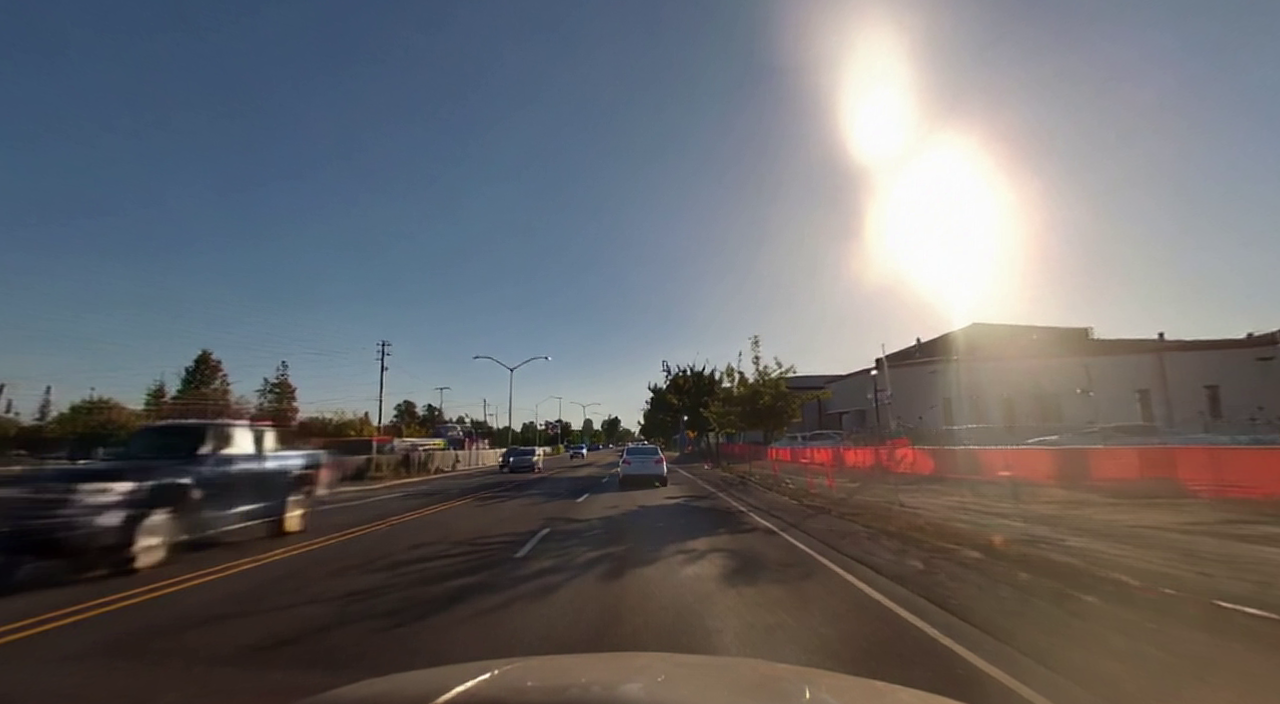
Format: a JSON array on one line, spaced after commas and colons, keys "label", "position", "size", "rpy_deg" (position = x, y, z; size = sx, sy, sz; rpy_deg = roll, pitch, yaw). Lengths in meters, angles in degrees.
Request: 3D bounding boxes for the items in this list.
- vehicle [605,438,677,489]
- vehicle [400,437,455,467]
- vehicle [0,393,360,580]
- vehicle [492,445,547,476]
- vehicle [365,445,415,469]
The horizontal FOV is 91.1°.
[{"label": "vehicle", "position": [0.028, 3.633, 20.790], "size": [2.144, 1.514, 4.063], "rpy_deg": [0, -9, 0]}, {"label": "vehicle", "position": [-16.323, 7.720, 48.608], "size": [2.230, 2.164, 5.732], "rpy_deg": [0, -8, 0]}, {"label": "vehicle", "position": [-6.972, 1.941, 9.957], "size": [2.340, 2.103, 5.526], "rpy_deg": [-1, -9, 2]}, {"label": "vehicle", "position": [-6.363, 5.779, 33.635], "size": [1.985, 1.505, 4.143], "rpy_deg": [-1, -9, 2]}, {"label": "vehicle", "position": [-19.263, 8.093, 48.513], "size": [2.050, 1.714, 4.619], "rpy_deg": [0, -9, -2]}]
